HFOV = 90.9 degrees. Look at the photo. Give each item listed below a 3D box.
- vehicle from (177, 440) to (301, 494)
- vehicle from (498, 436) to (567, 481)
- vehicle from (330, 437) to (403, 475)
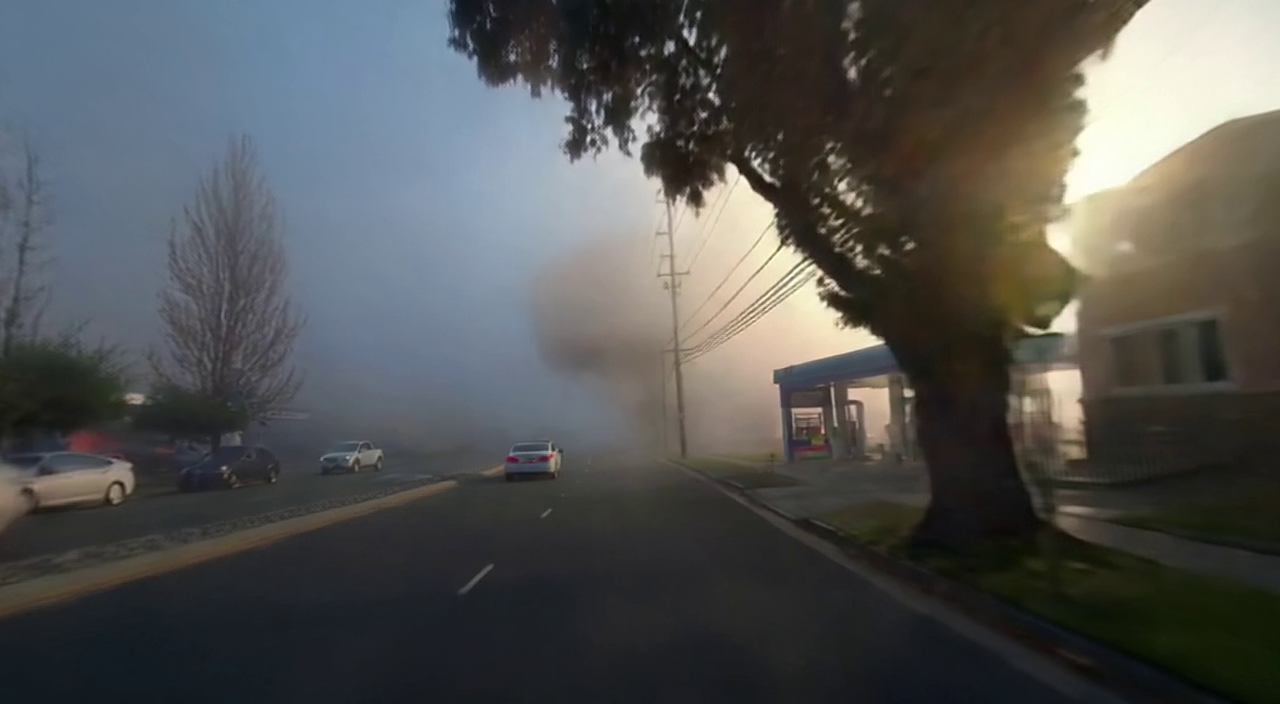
[{"bbox_3d":[-17.052,4.875,27.183,2.336,2.092,4.625,0,-8,-1],"label":"vehicle"},{"bbox_3d":[-3.921,3.938,23.619,2.073,1.525,3.968,0,-8,-3],"label":"vehicle"},{"bbox_3d":[-16.677,6.348,38.779,2.353,2.144,4.847,0,-8,-1],"label":"vehicle"}]
